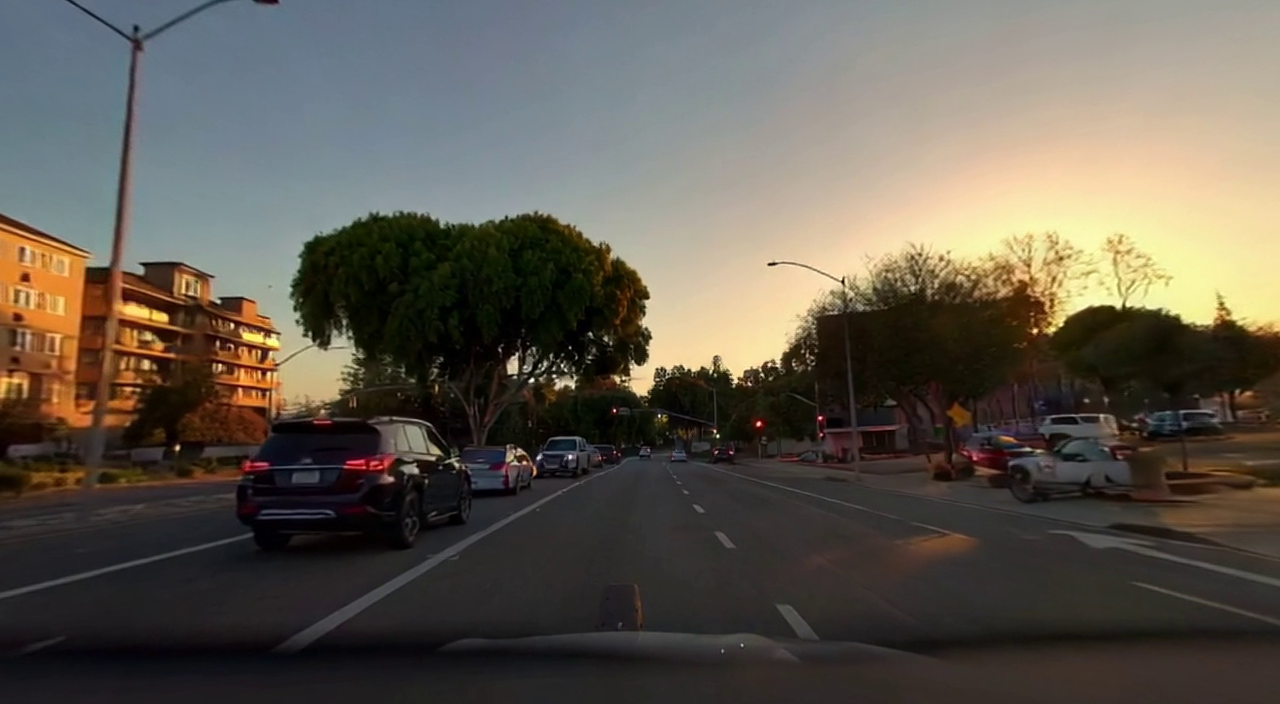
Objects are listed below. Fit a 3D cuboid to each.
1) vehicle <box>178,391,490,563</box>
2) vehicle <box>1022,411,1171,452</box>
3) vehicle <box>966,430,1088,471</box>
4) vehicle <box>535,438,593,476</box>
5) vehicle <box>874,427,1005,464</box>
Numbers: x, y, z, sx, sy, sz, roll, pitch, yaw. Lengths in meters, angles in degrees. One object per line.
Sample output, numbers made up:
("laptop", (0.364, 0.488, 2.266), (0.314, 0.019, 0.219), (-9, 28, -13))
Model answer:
("vehicle", (-3.980, 1.754, 9.532), (2.220, 1.888, 4.904), (0, -9, 0))
("vehicle", (23.050, 4.080, 32.106), (5.656, 1.985, 2.187), (-1, -9, 3))
("vehicle", (14.681, 3.784, 24.338), (1.865, 1.425, 4.439), (0, -9, 0))
("vehicle", (-3.555, 5.044, 30.508), (2.180, 1.699, 4.485), (0, -9, 1))
("vehicle", (15.482, 4.868, 32.923), (5.618, 1.857, 2.296), (0, -9, -2))
